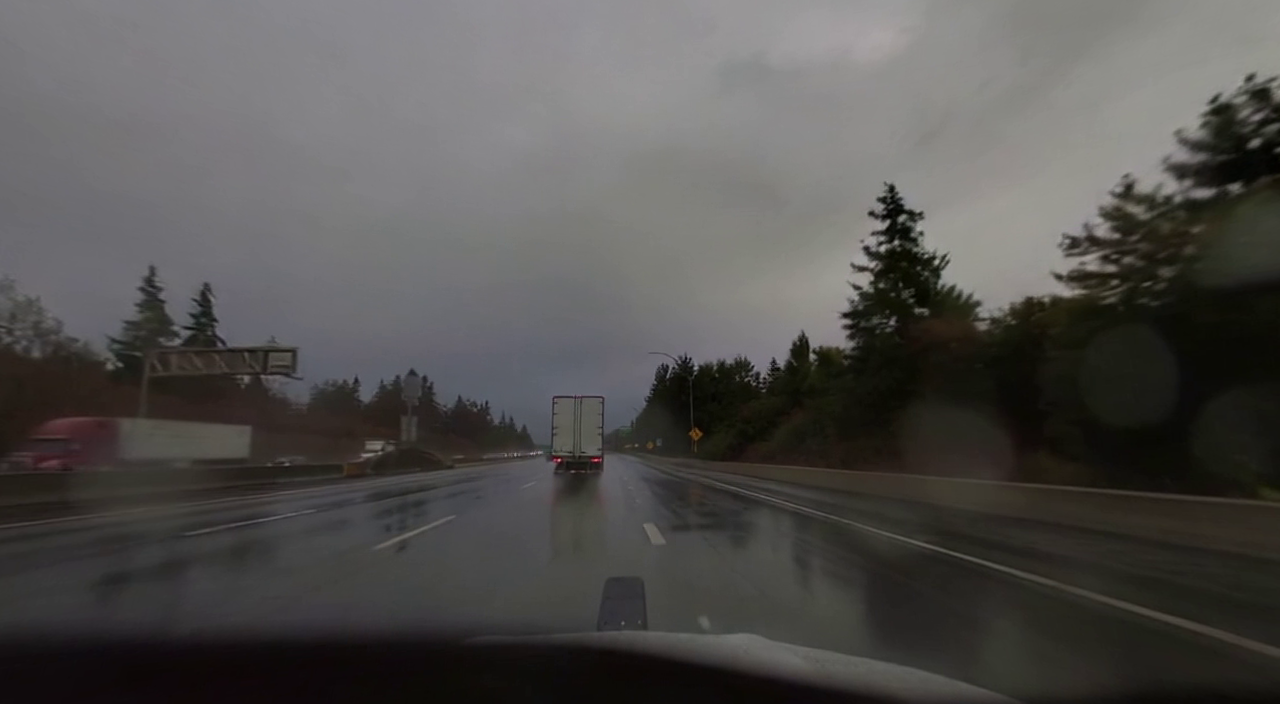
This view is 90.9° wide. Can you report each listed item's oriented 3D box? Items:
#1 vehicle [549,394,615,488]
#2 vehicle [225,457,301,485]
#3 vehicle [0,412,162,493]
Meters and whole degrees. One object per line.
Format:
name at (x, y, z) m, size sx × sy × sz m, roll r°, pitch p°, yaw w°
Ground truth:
vehicle at (-2.908, 4.860, 33.842) m, size 2.875 × 4.056 × 12.312 m, roll 0°, pitch -9°, yaw -3°
vehicle at (-21.571, 6.809, 36.250) m, size 1.742 × 1.441 × 4.375 m, roll 0°, pitch -9°, yaw -2°
vehicle at (-28.937, 5.236, 32.962) m, size 2.974 × 3.835 × 6.127 m, roll 0°, pitch -9°, yaw -2°
